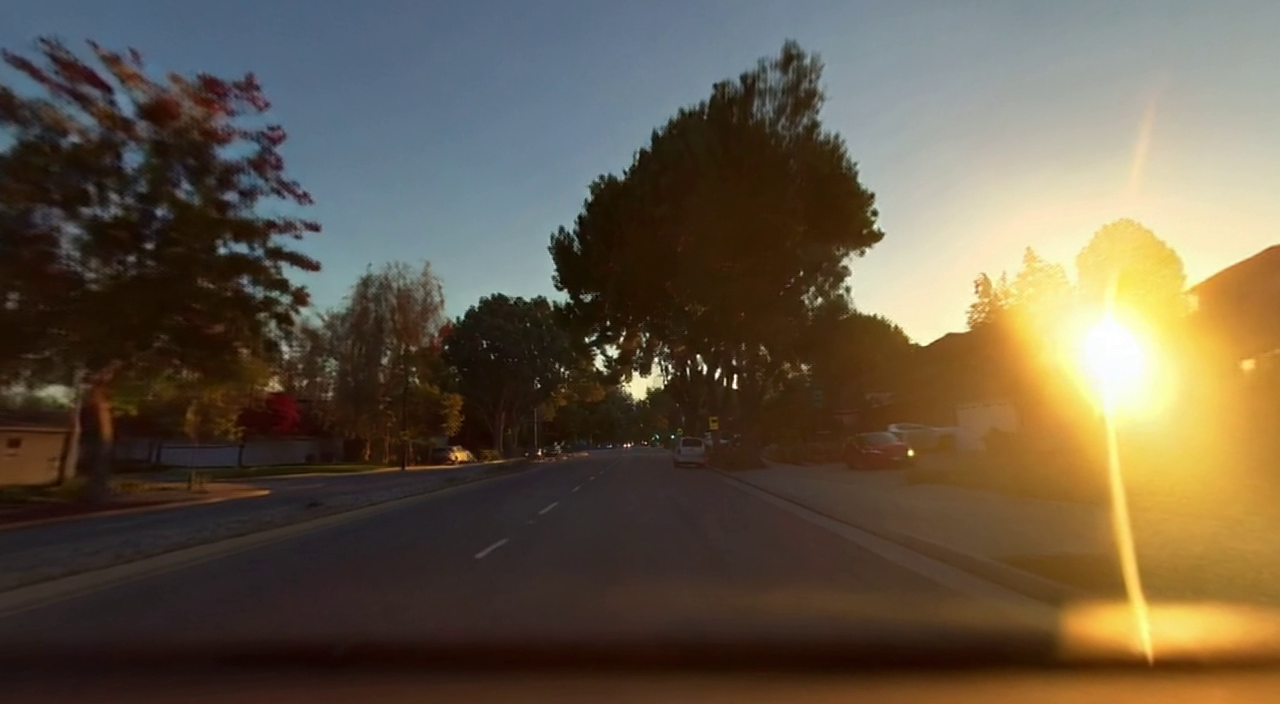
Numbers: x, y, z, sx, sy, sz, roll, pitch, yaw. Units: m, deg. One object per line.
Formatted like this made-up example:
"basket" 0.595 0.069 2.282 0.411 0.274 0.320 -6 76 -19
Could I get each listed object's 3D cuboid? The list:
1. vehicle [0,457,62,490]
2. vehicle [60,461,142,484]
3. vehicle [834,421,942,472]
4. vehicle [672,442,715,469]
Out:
"vehicle" -46.954 9.305 48.360 3.032 2.323 2.110 2 -8 -4
"vehicle" -41.388 9.260 48.571 4.463 1.651 1.947 0 -8 0
"vehicle" 9.370 3.615 24.467 1.971 1.641 5.191 -4 -7 -1
"vehicle" 3.133 6.185 38.047 2.037 1.518 4.904 0 -8 -2
